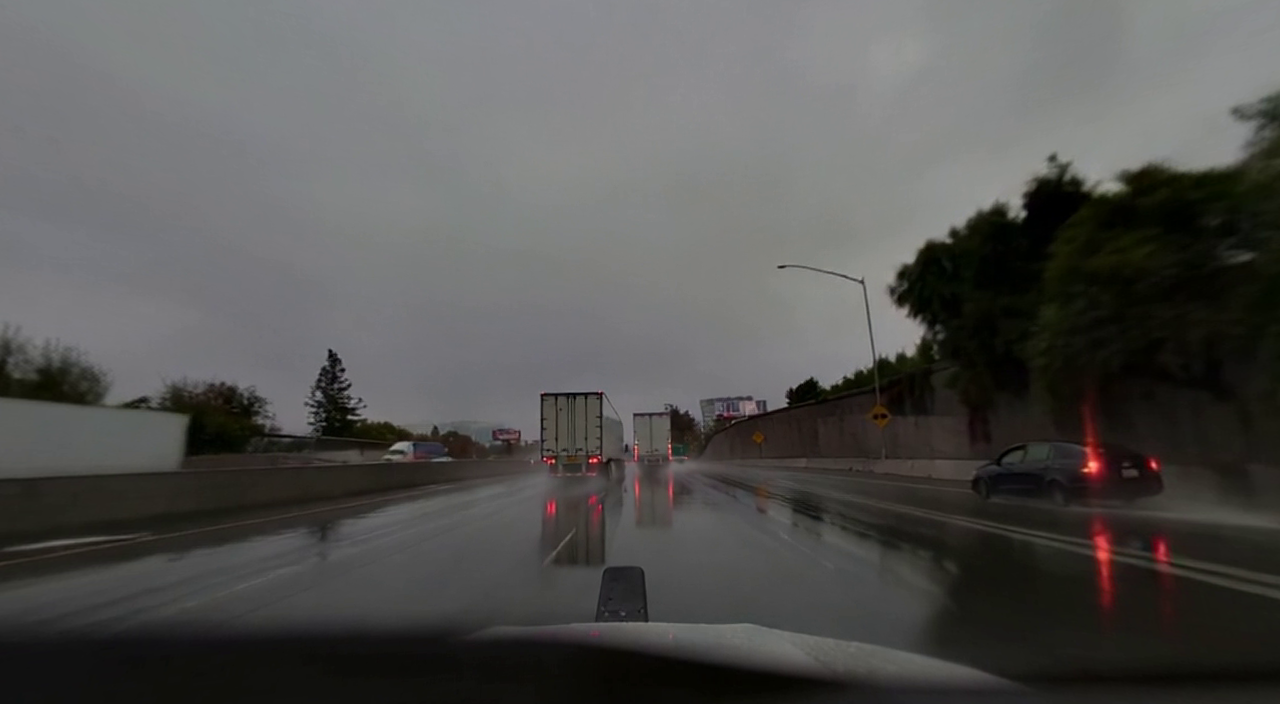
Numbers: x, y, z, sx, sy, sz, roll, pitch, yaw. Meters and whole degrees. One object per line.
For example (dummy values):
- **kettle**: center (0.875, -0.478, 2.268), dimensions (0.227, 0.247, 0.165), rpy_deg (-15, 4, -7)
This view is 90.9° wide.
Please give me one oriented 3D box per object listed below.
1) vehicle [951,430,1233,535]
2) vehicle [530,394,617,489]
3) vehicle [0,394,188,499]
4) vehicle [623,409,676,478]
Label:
- **vehicle**: center (8.010, 2.313, 11.871), dimensions (1.969, 1.560, 4.394), rpy_deg (0, -8, -1)
- **vehicle**: center (-2.980, 4.565, 32.170), dimensions (2.962, 3.947, 11.574), rpy_deg (-1, -8, 1)
- **vehicle**: center (-25.581, 3.773, 25.094), dimensions (2.895, 3.951, 16.404), rpy_deg (-1, -8, 1)
- **vehicle**: center (0.593, 6.196, 42.564), dimensions (3.054, 3.944, 11.230), rpy_deg (-1, -8, 0)
